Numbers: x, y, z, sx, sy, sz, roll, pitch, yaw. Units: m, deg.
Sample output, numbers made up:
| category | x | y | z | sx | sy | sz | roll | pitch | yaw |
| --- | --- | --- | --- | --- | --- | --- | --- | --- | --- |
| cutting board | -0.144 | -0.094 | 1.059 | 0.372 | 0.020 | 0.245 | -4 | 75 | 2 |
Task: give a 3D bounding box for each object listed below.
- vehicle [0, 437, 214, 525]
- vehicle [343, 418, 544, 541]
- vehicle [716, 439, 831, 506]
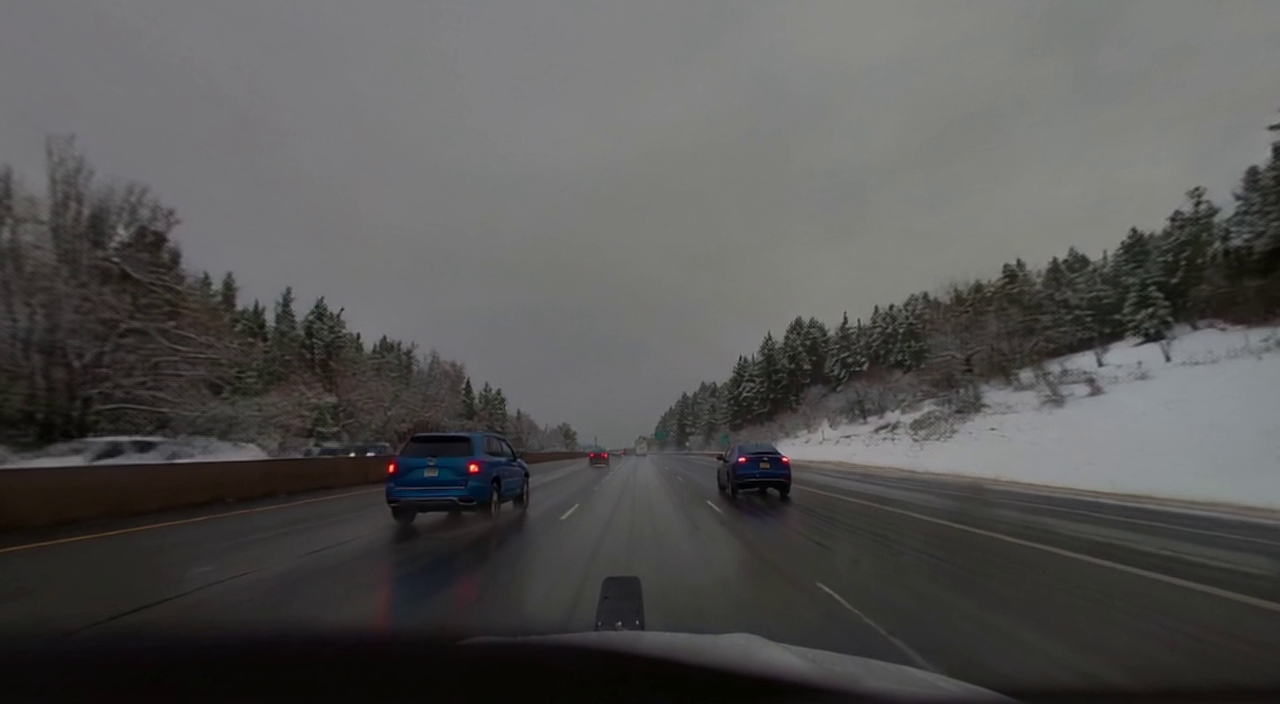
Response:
| category | x | y | z | sx | sy | sz | roll | pitch | yaw |
| --- | --- | --- | --- | --- | --- | --- | --- | --- | --- |
| vehicle | -11.699 | 2.642 | 13.560 | 1.871 | 1.551 | 4.448 | 0 | -9 | 0 |
| vehicle | -3.178 | 2.173 | 11.388 | 2.137 | 1.756 | 4.453 | 0 | -8 | 1 |
| vehicle | 3.223 | 2.998 | 16.122 | 1.979 | 1.486 | 4.125 | 0 | -9 | -1 |
